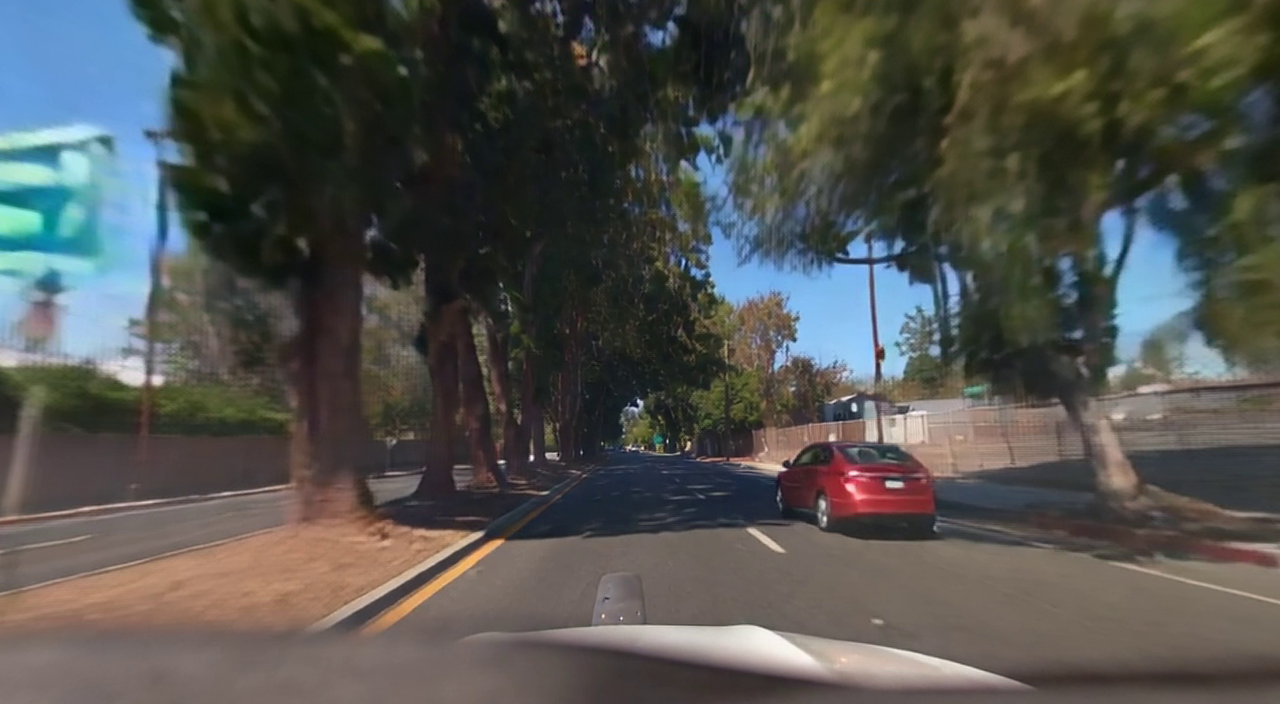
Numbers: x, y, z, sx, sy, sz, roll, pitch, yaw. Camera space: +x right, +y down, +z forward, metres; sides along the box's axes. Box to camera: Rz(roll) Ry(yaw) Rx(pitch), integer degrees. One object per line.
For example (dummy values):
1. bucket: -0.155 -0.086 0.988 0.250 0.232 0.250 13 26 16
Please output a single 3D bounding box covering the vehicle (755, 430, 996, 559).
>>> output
1. vehicle: 3.224 2.040 9.779 1.985 1.529 4.316 0 -9 -1
